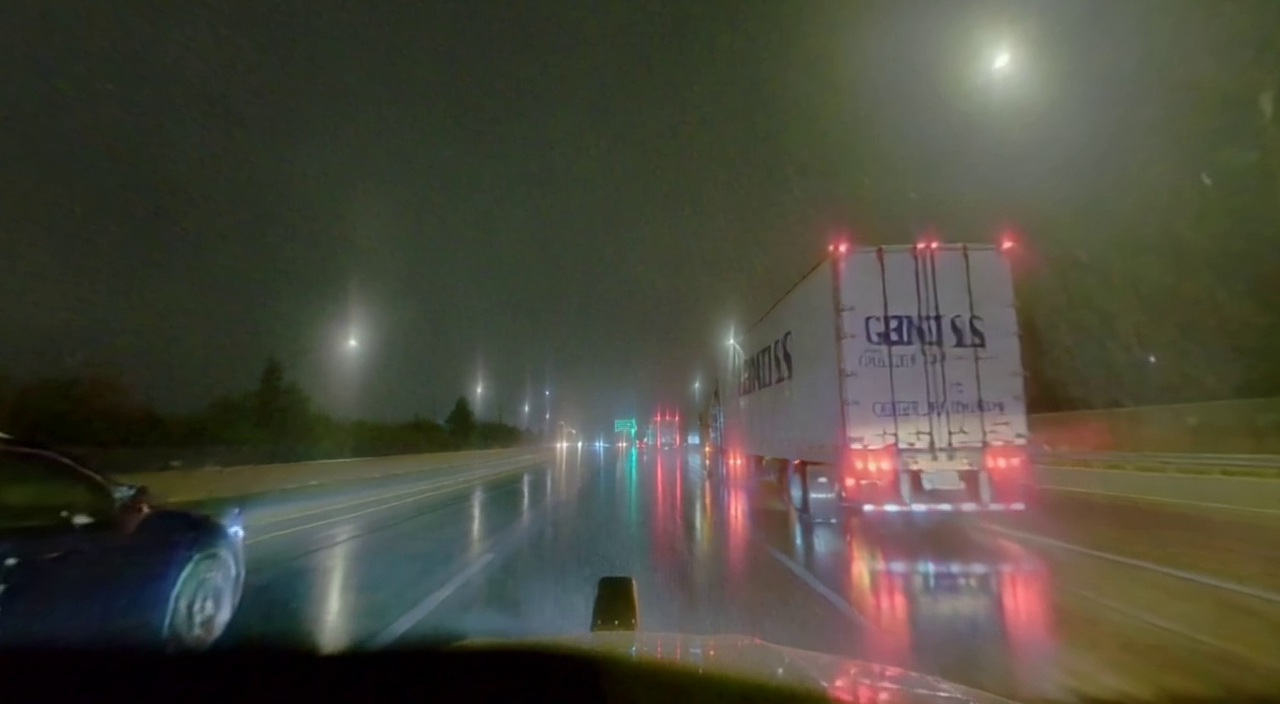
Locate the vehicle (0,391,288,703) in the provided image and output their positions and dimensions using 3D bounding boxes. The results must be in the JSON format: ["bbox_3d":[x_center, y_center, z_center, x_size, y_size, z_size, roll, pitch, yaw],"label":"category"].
[{"bbox_3d":[-3.510,0.917,2.388,1.990,1.520,4.100,0,-8,0],"label":"vehicle"}]

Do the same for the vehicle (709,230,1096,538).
[{"bbox_3d":[4.178,1.375,15.539,2.976,4.064,14.619,0,-8,-1],"label":"vehicle"}]
